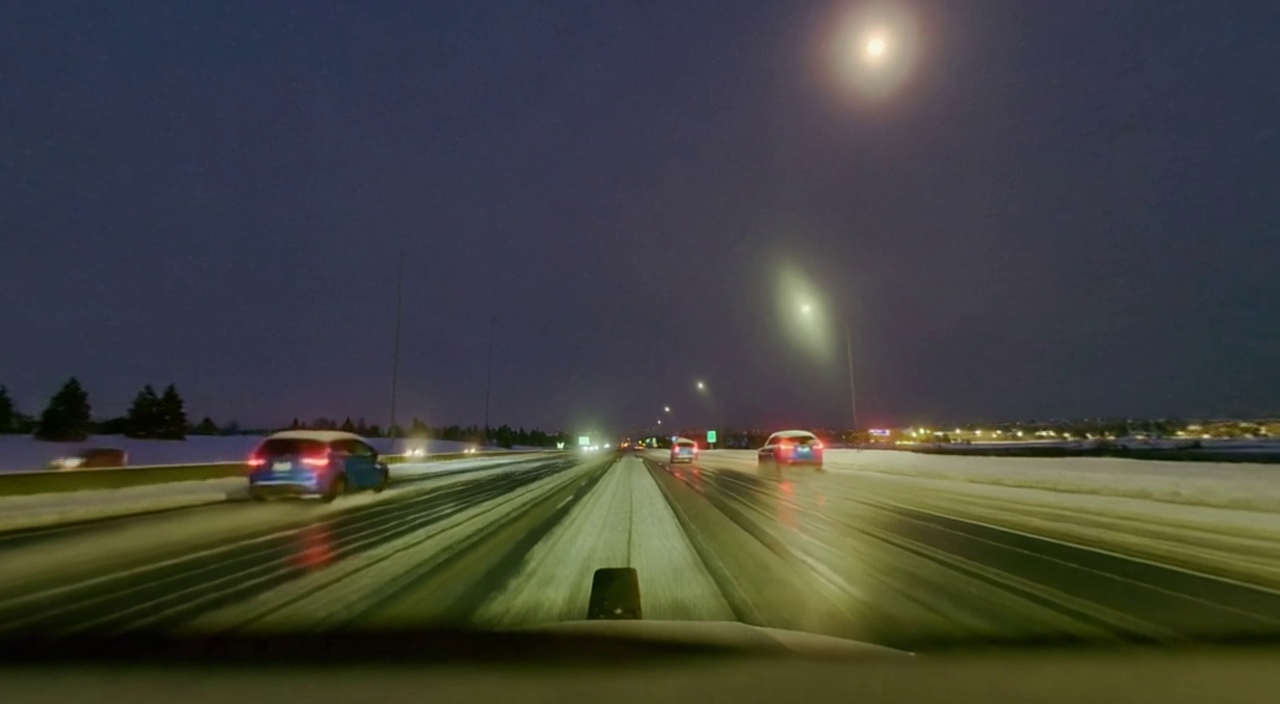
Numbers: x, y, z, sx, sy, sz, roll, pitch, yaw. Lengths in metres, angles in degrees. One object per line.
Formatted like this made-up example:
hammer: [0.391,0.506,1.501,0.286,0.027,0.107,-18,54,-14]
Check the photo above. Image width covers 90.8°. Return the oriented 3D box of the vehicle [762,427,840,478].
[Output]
vehicle: [6.779,4.288,27.172,2.065,1.953,4.605,0,-8,-1]

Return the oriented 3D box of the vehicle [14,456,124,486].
vehicle: [-32.317,6.723,35.959,1.839,1.466,4.787,0,-8,-1]

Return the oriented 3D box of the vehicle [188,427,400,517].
vehicle: [-7.708,2.690,14.948,2.083,1.696,5.464,1,-8,-2]

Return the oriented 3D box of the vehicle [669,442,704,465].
vehicle: [3.193,7.038,44.027,2.000,1.533,3.770,0,-8,-2]
